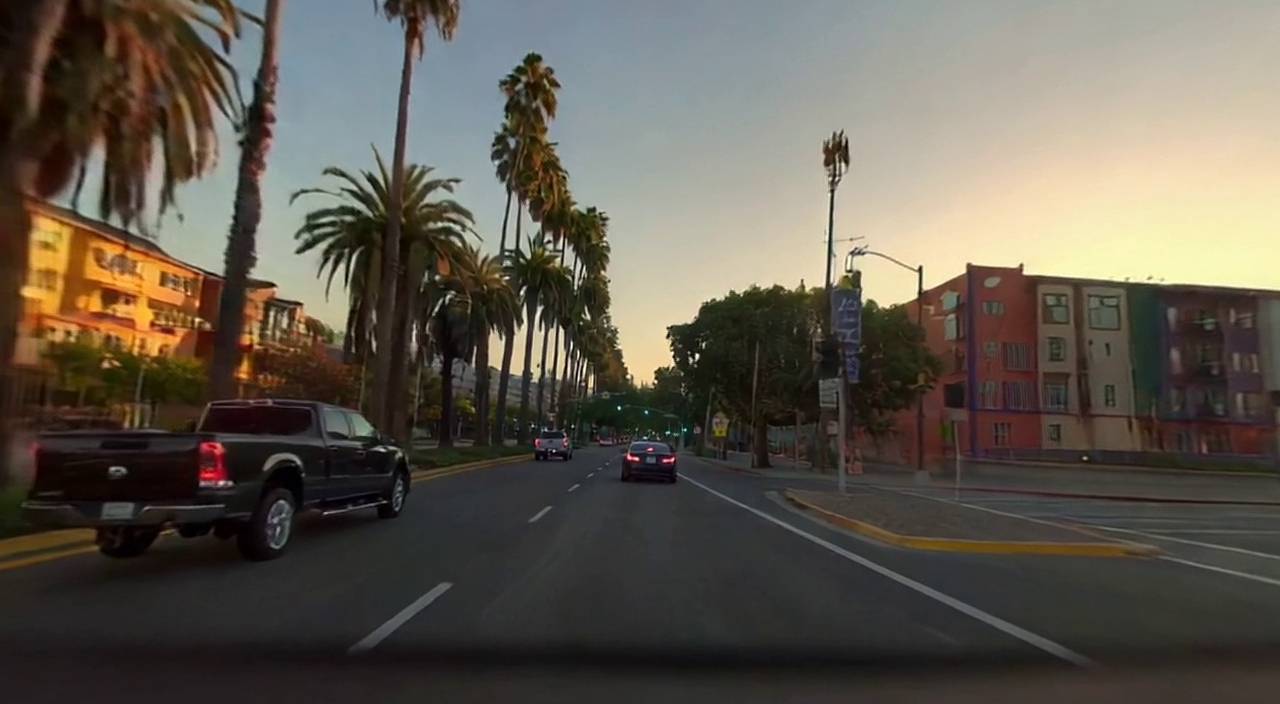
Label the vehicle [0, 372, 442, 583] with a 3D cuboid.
[{"bbox_3d":[-4.869,1.569,8.779,2.187,1.904,6.103,0,-8,0],"label":"vehicle"}]

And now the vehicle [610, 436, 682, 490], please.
[{"bbox_3d":[0.164,3.575,20.614,2.122,1.562,4.152,0,-8,0],"label":"vehicle"}]

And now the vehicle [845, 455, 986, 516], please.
[{"bbox_3d":[6.961,3.389,16.350,2.949,1.209,3.070,0,-8,16],"label":"vehicle"}]

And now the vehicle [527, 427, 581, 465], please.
[{"bbox_3d":[-5.007,5.613,37.457,2.447,2.062,5.911,0,-8,0],"label":"vehicle"}]
